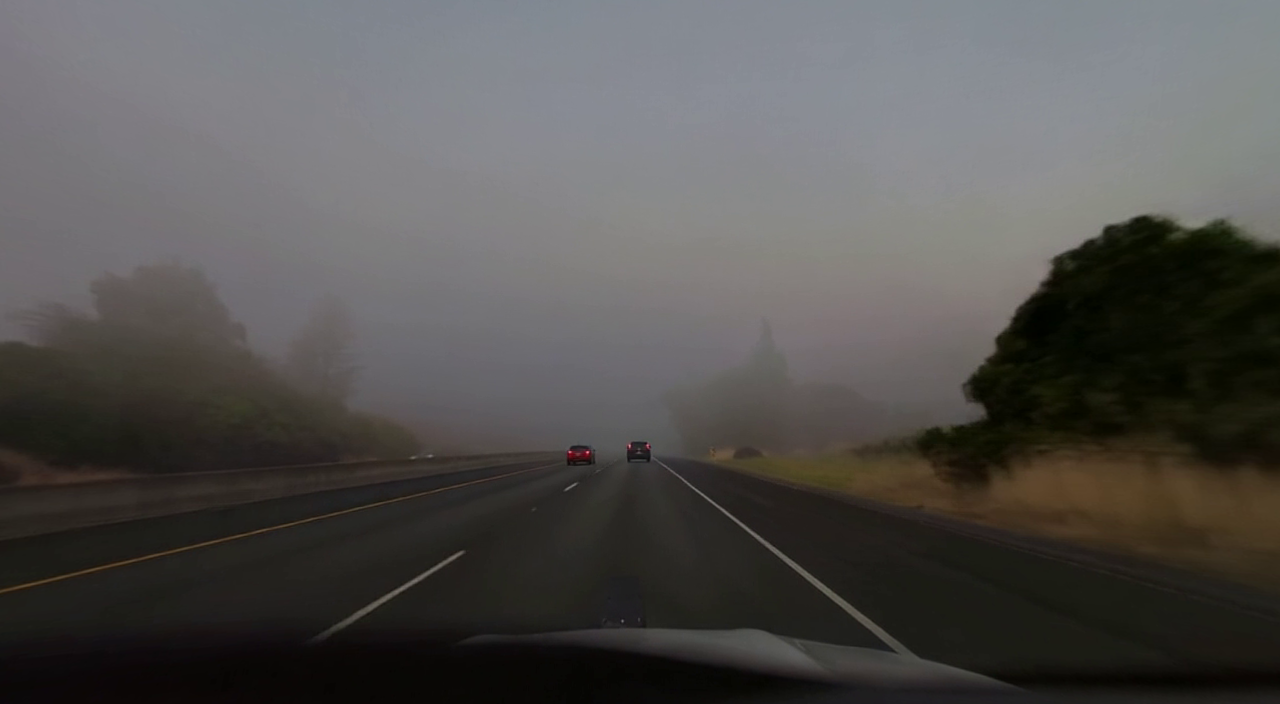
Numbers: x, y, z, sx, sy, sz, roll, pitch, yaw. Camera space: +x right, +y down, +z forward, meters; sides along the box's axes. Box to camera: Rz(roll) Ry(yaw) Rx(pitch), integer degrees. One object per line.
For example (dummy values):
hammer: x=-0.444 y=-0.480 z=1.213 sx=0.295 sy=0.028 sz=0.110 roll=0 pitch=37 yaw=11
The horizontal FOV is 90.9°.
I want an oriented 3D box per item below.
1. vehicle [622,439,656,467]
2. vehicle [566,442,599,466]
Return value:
vehicle: x=-0.086 y=6.746 z=42.174 sx=2.126 sy=1.786 sz=3.958 roll=0 pitch=-9 yaw=-1
vehicle: x=-4.225 y=7.560 z=46.834 sx=2.113 sy=1.656 sz=4.215 roll=0 pitch=-9 yaw=0
